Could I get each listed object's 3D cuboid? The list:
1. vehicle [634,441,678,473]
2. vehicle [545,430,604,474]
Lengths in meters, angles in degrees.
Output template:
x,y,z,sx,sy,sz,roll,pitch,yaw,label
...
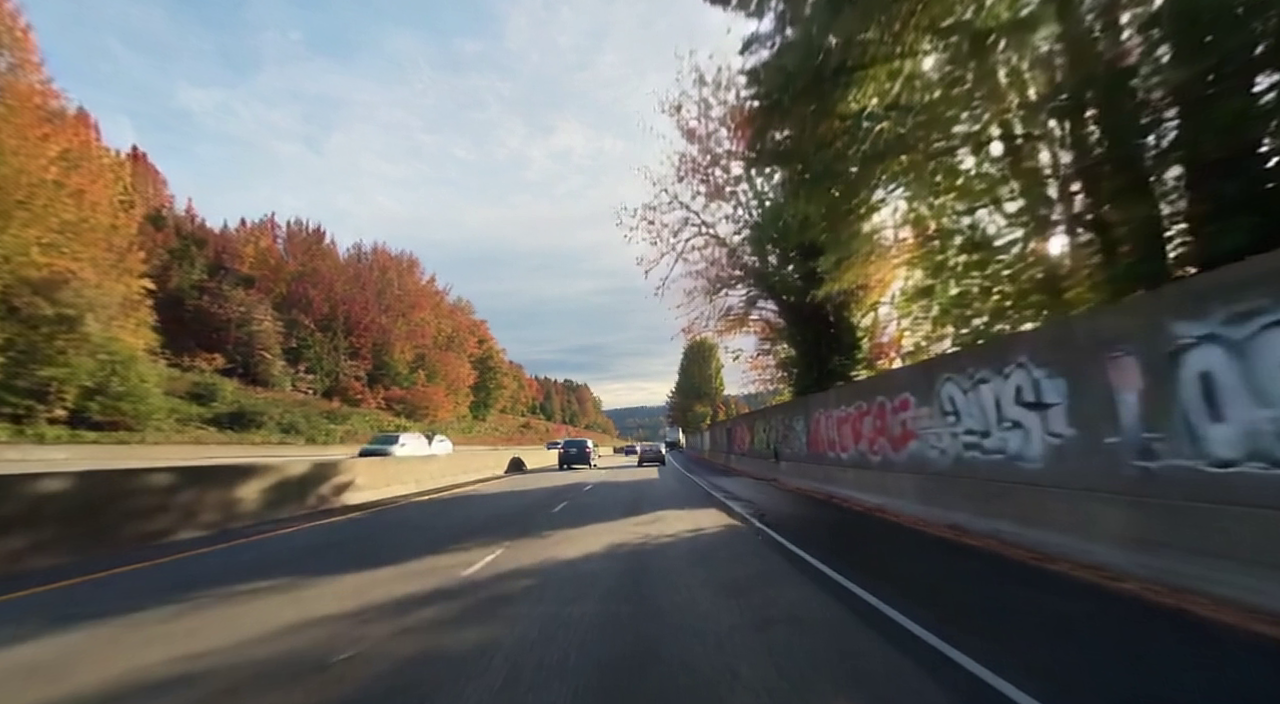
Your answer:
x,y,z,sx,sy,sz,roll,pitch,yaw,label
0.773,5.204,31.468,2.071,1.487,3.948,0,-8,1,vehicle
-3.178,4.990,31.657,2.199,1.973,5.078,0,-8,2,vehicle
